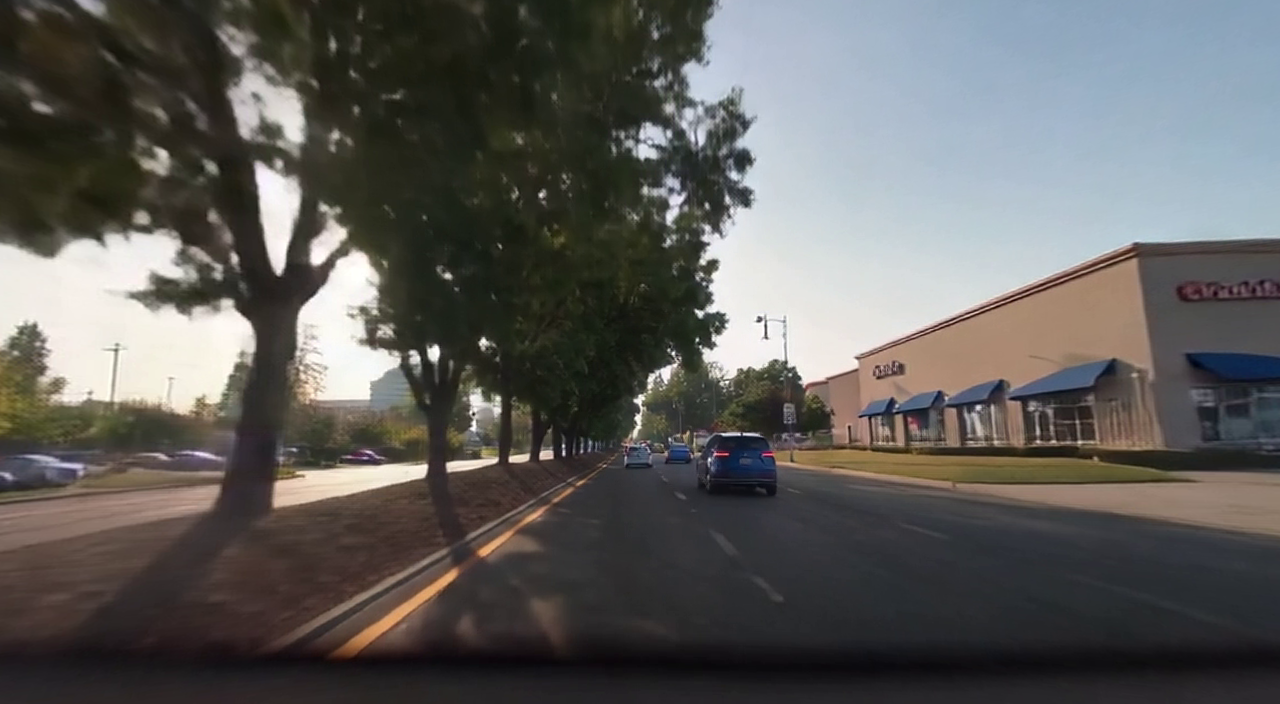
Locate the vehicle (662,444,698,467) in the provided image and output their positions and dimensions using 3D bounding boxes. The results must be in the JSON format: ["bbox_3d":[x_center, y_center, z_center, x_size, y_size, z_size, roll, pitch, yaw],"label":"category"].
[{"bbox_3d":[2.564,6.718,41.089,1.970,1.402,3.756,0,-9,-2],"label":"vehicle"}]

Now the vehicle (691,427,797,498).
[{"bbox_3d":[2.867,3.191,18.588,2.140,1.811,4.593,0,-9,-3],"label":"vehicle"}]

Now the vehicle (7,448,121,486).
[{"bbox_3d":[-28.323,5.616,31.253,1.897,1.704,4.153,1,-9,-5],"label":"vehicle"}]

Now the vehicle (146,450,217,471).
[{"bbox_3d":[-34.041,8.045,47.043,3.791,1.518,1.807,3,-9,-18],"label":"vehicle"}]

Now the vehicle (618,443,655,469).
[{"bbox_3d":[-0.235,6.217,37.829,2.056,1.440,3.798,0,-9,-1],"label":"vehicle"}]

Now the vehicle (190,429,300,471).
[{"bbox_3d":[-27.133,6.760,43.549,5.905,2.803,2.261,0,-9,-2],"label":"vehicle"}]
